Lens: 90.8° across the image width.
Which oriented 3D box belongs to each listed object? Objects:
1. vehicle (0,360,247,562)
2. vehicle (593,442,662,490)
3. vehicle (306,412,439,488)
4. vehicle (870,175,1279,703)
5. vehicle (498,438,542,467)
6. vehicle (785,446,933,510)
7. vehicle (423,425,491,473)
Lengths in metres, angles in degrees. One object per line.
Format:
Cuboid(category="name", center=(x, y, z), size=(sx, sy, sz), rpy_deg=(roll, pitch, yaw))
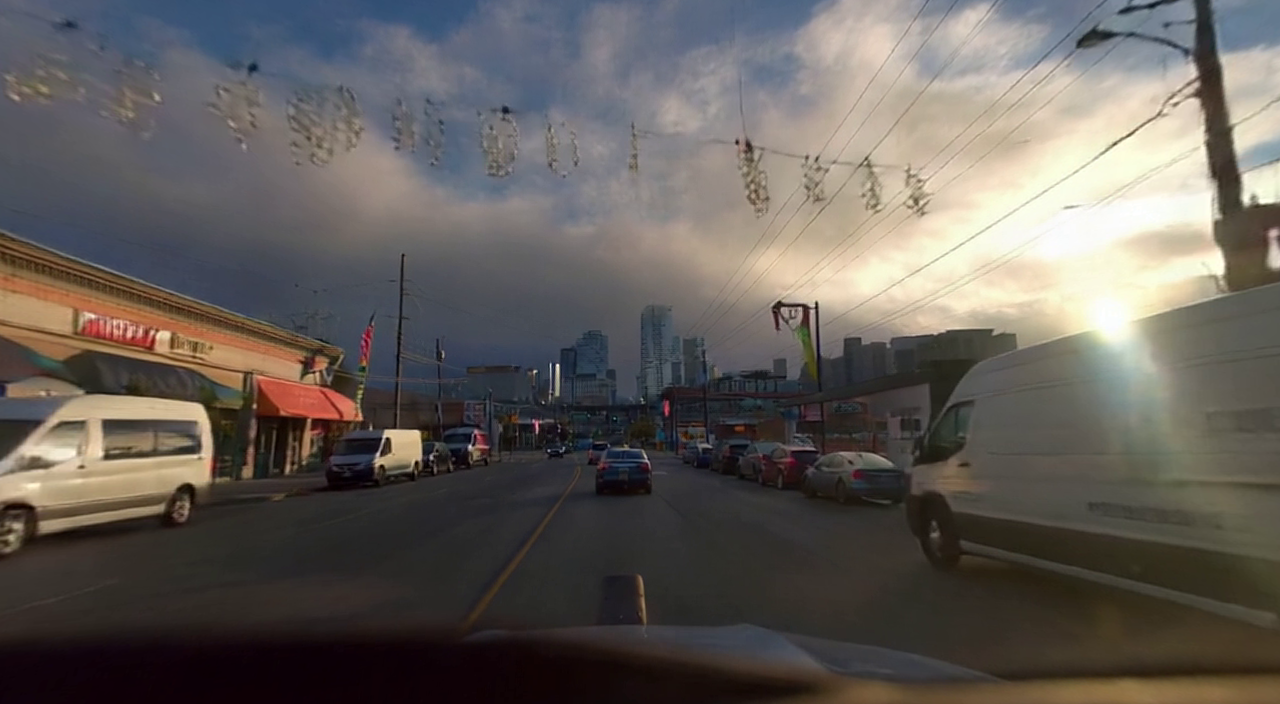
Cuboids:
Cuboid(category="vehicle", center=(-10.009, 1.886, 11.228), size=(2.398, 2.723, 5.816), rpy_deg=(0, -9, -2))
Cuboid(category="vehicle", center=(-0.466, 3.839, 21.674), size=(2.112, 1.464, 4.411), rpy_deg=(0, -9, -2))
Cuboid(category="vehicle", center=(-10.356, 3.907, 25.284), size=(2.964, 2.597, 6.437), rpy_deg=(1, -9, -5))
Cuboid(category="vehicle", center=(4.465, 0.699, 4.848), size=(2.492, 2.720, 6.884), rpy_deg=(0, -9, -3))
Cuboid(category="vehicle", center=(-8.358, 7.086, 44.625), size=(2.456, 1.935, 4.769), rpy_deg=(0, -9, -4))
Cuboid(category="vehicle", center=(5.537, 3.223, 16.722), size=(1.921, 1.430, 4.455), rpy_deg=(1, -9, -6))
Cuboid(category="vehicle", center=(-11.258, 6.048, 39.402), size=(2.724, 2.739, 5.663), rpy_deg=(0, -9, -3))
